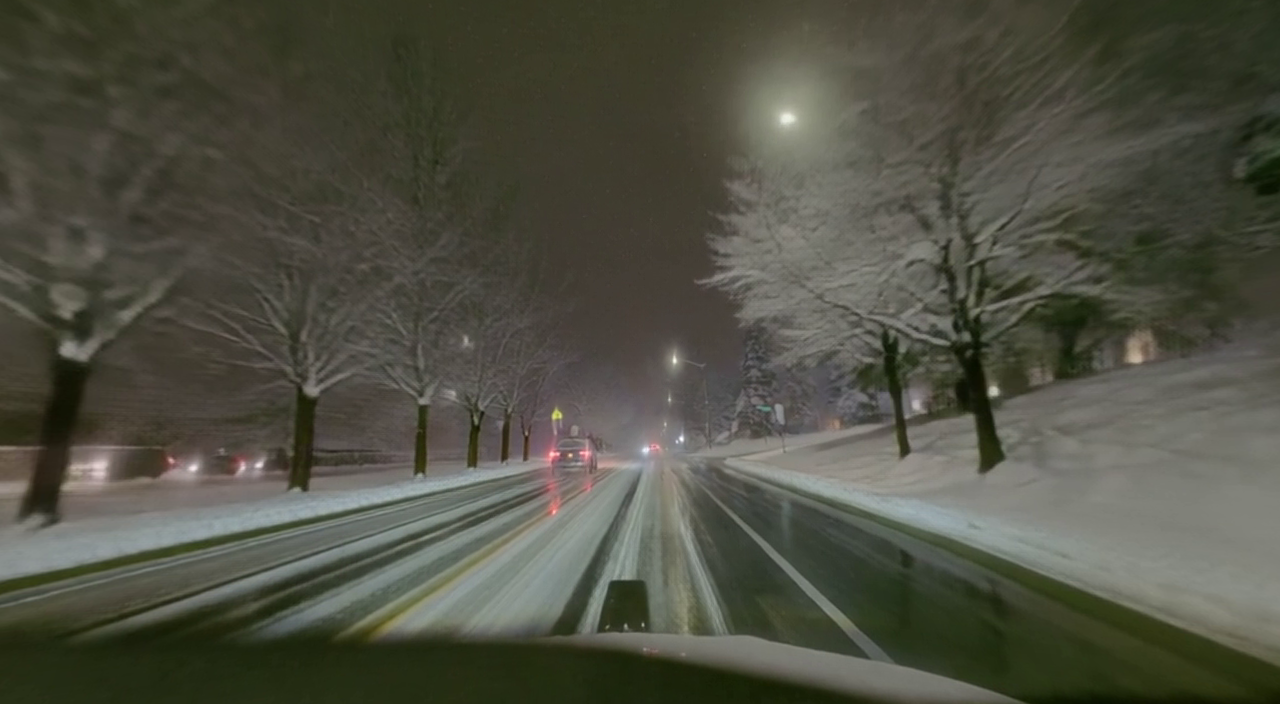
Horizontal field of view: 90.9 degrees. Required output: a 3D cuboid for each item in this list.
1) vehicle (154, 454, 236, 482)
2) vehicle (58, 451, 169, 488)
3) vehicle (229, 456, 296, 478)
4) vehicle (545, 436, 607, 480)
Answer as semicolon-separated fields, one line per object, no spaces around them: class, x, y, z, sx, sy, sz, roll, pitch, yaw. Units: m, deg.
vehicle;-29.019;7.555;41.308;1.845;1.513;4.993;-6;-9;0
vehicle;-29.123;6.460;35.095;1.968;1.821;4.810;-1;-9;1
vehicle;-28.457;8.631;47.703;1.866;1.479;4.731;0;-9;3
vehicle;-2.632;4.501;27.058;2.016;1.694;4.335;0;-9;2
